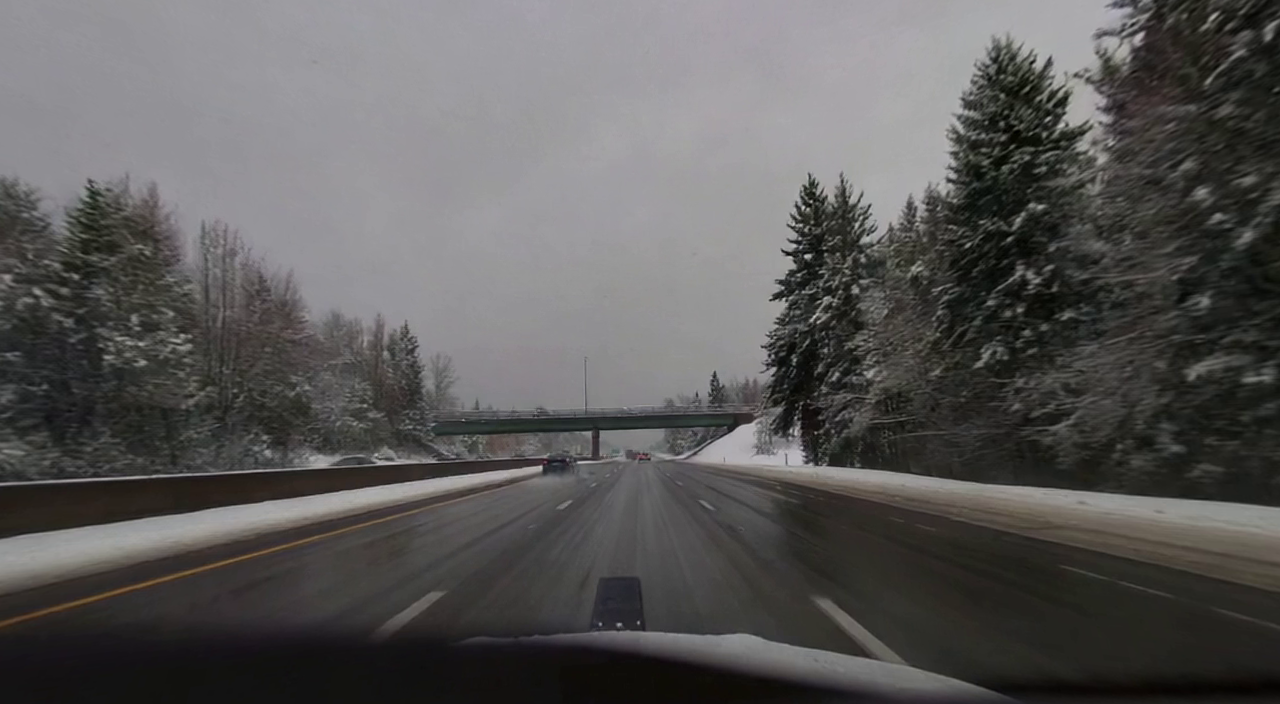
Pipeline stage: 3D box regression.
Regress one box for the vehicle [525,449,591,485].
[{"bbox_3d":[-3.488,5.017,27.799,2.293,1.462,4.452,0,-9,0],"label":"vehicle"}]
